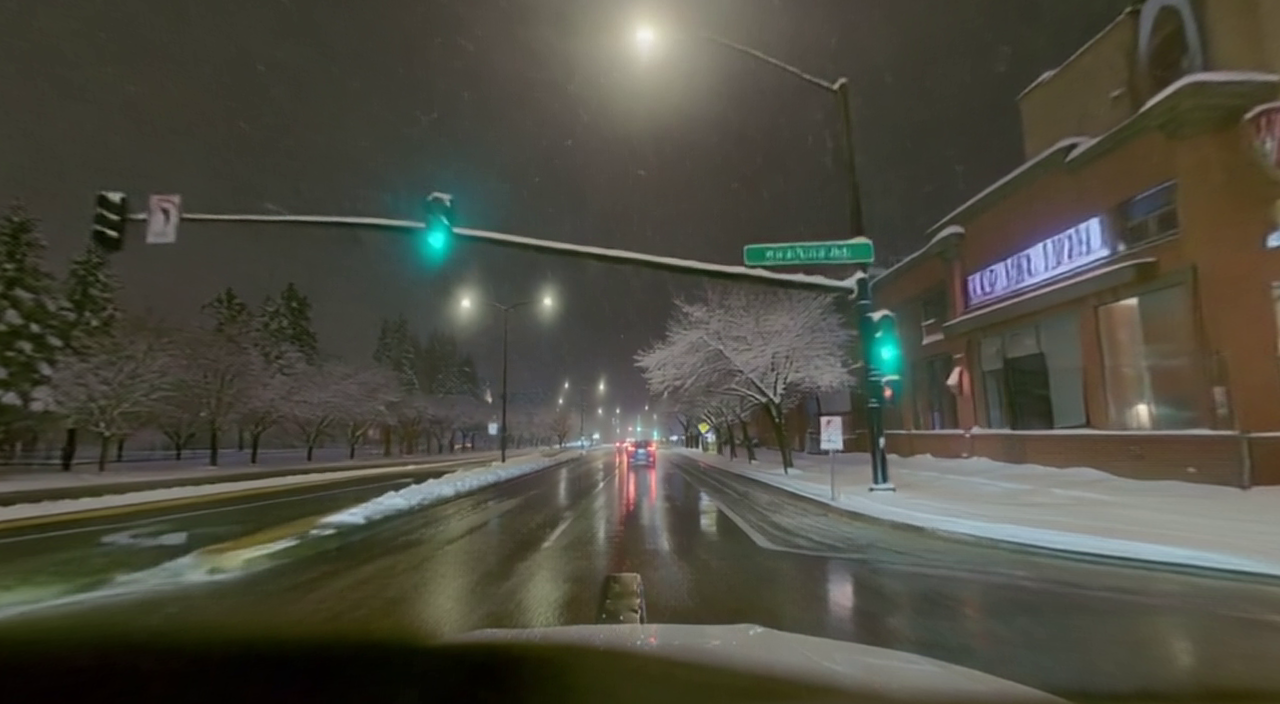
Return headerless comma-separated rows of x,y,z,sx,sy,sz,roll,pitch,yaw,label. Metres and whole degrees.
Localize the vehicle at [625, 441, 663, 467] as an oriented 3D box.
0.231,6.104,38.002,2.115,1.461,3.976,0,-9,0,vehicle
